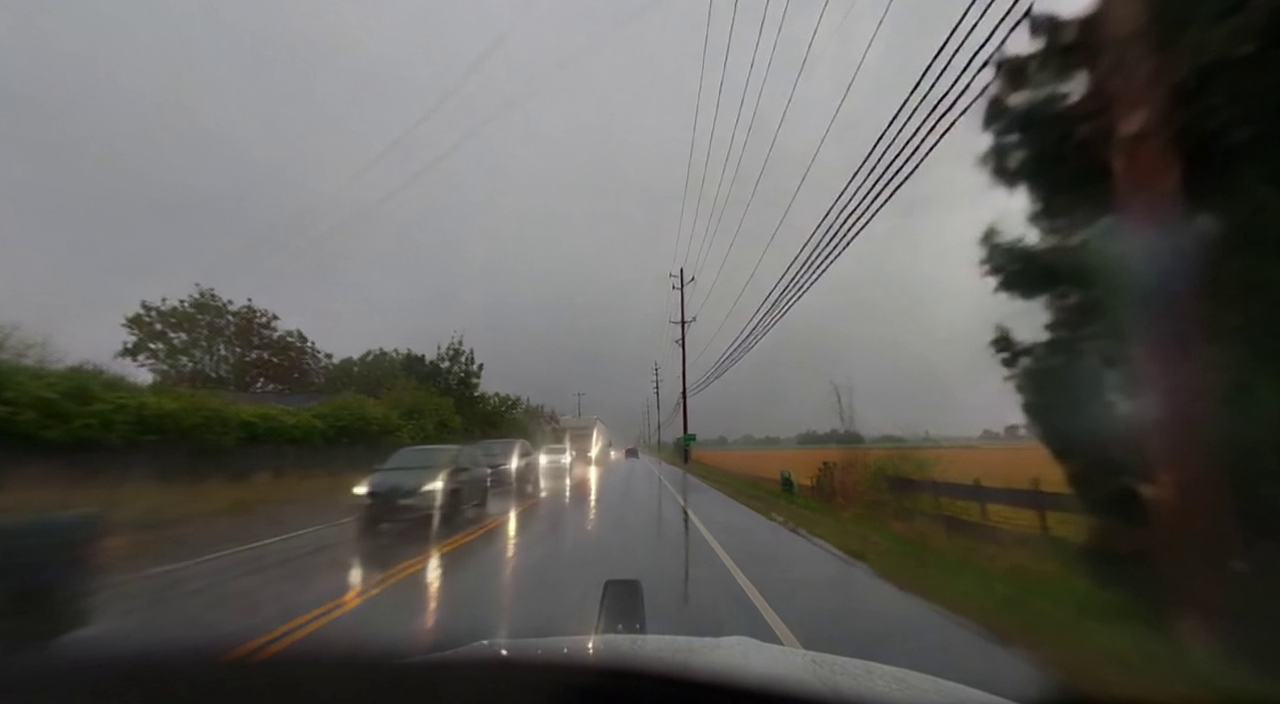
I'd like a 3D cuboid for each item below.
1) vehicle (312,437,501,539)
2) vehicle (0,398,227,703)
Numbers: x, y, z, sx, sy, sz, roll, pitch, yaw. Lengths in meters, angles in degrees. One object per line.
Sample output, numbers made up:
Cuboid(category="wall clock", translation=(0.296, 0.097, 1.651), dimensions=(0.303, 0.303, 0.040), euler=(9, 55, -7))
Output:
Cuboid(category="vehicle", translation=(-4.573, 2.677, 13.291), dimensions=(2.269, 1.630, 4.636), euler=(-3, -8, -1))
Cuboid(category="vehicle", translation=(-4.445, 1.019, 2.568), dimensions=(2.284, 1.634, 4.756), euler=(-3, -8, 1))
